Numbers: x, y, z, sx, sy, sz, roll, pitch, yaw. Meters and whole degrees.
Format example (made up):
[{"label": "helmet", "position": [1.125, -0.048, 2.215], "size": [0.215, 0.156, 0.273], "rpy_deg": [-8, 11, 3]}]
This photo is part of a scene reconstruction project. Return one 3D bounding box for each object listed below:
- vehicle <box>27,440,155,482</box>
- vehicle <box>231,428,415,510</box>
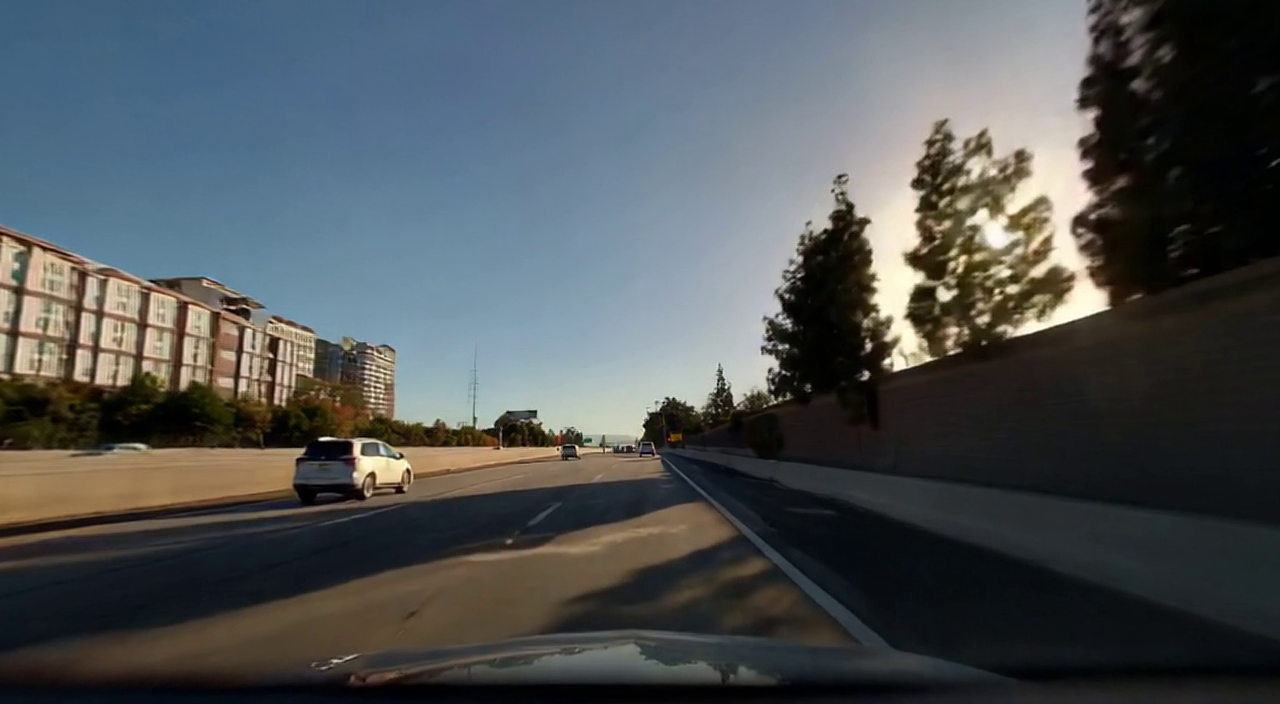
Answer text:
[{"label": "vehicle", "position": [-28.485, 5.650, 33.029], "size": [2.080, 1.998, 5.075], "rpy_deg": [0, -8, 0]}, {"label": "vehicle", "position": [-7.322, 2.744, 15.243], "size": [2.088, 1.678, 4.426], "rpy_deg": [0, -8, 1]}]
